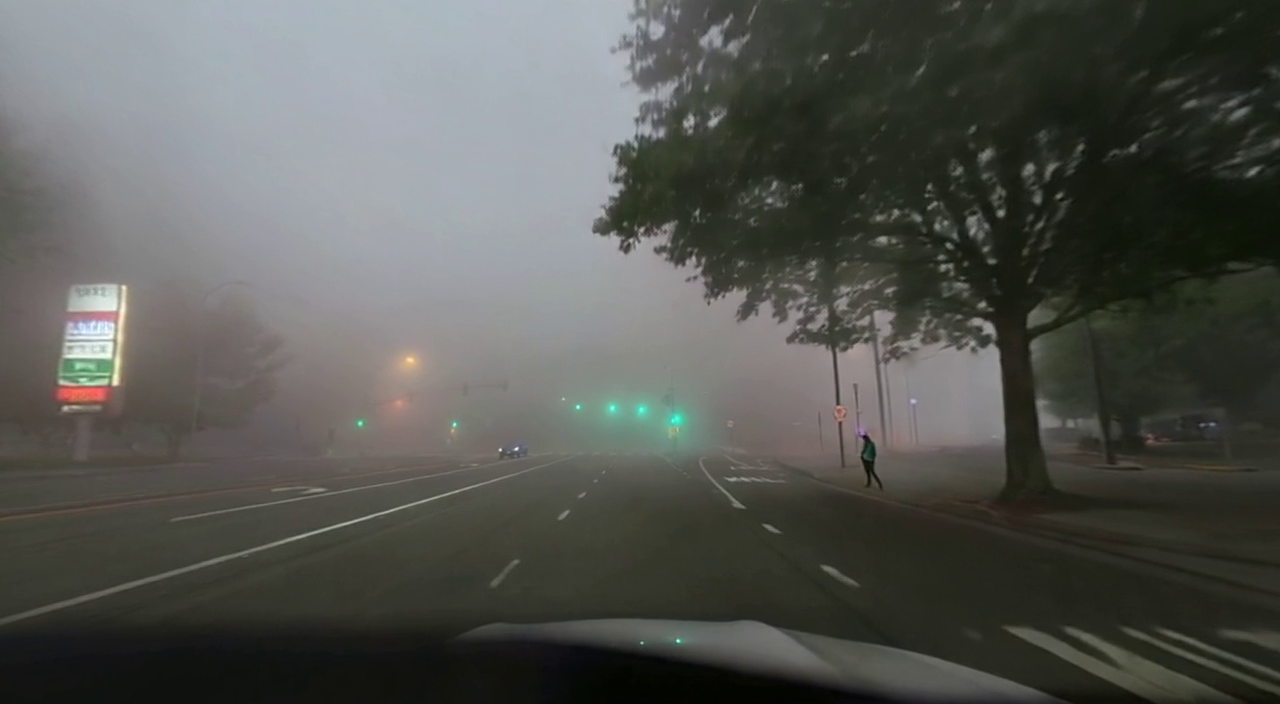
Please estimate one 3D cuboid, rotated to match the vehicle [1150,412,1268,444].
[{"bbox_3d":[32.474,4.374,36.025,4.763,1.725,2.082,0,-9,-3],"label":"vehicle"}]
